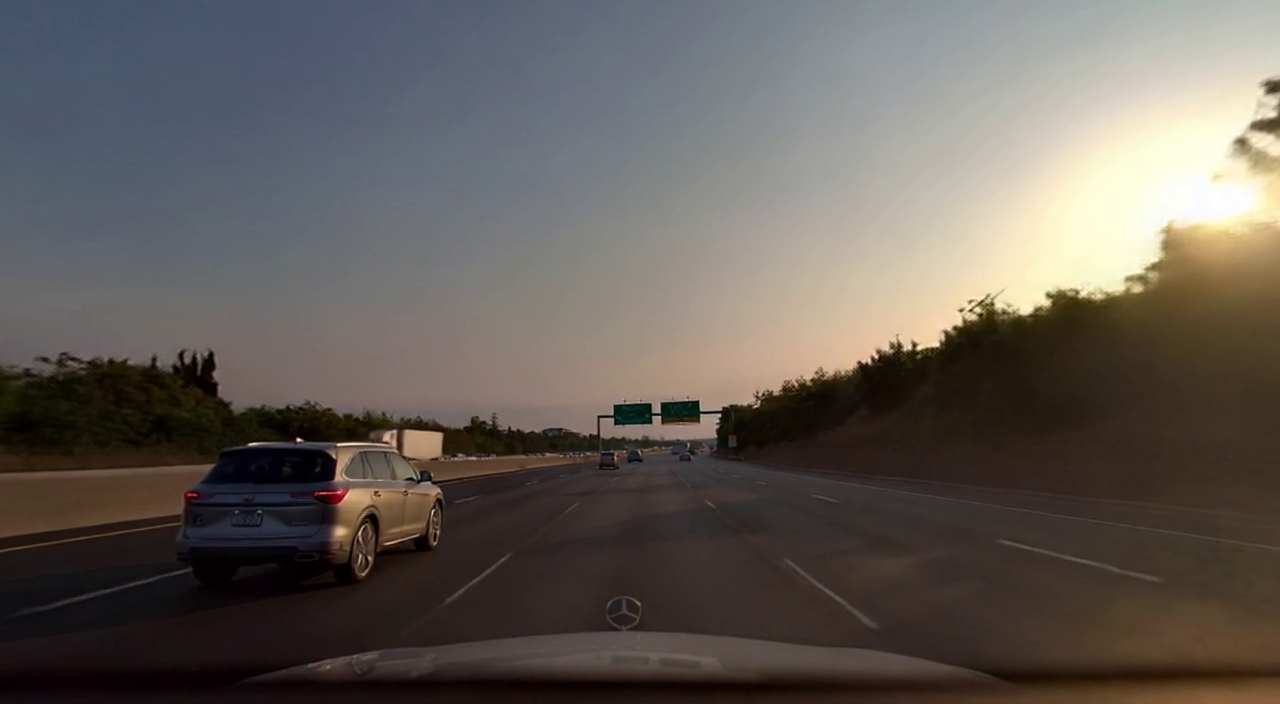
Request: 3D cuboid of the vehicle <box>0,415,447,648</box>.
[{"bbox_3d":[-3.712,1.584,6.597,2.016,1.623,4.126,0,-9,1],"label":"vehicle"}]
